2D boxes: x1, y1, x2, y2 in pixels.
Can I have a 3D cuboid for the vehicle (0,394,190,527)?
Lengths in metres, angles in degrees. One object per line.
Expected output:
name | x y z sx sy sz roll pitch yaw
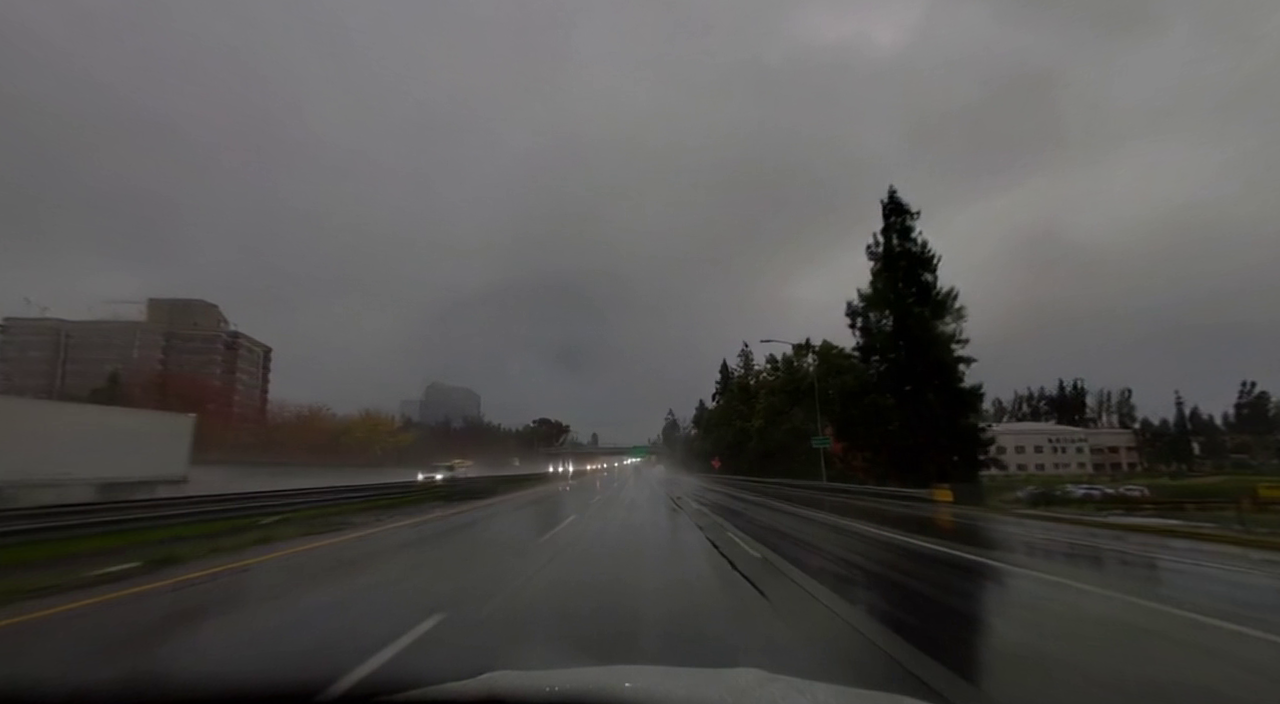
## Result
vehicle | -19.759 3.472 20.064 2.948 3.734 10.618 1 -11 0

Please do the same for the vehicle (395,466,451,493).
vehicle | -12.662 7.462 37.006 1.779 1.441 4.279 1 -11 0
